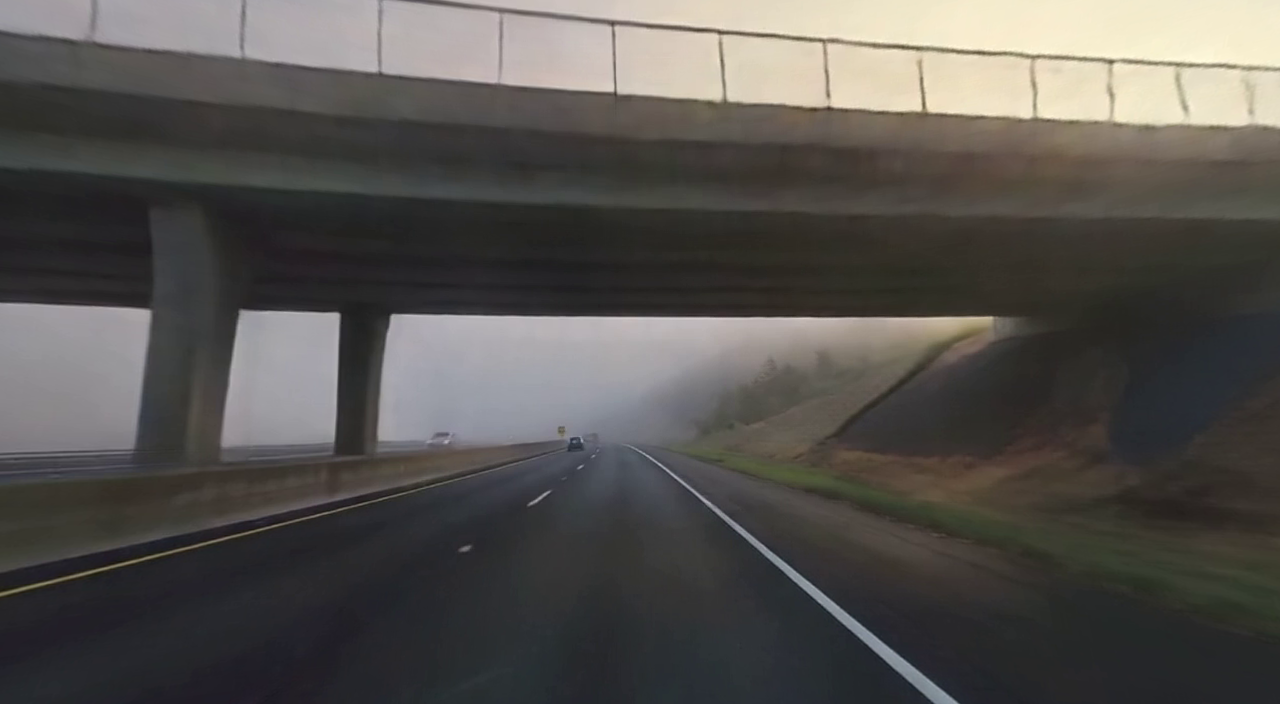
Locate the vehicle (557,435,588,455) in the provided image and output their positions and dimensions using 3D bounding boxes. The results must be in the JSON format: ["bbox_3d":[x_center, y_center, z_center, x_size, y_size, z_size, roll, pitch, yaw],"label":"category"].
[{"bbox_3d":[-5.100,7.098,48.202,2.005,1.509,4.260,0,-8,-2],"label":"vehicle"}]
